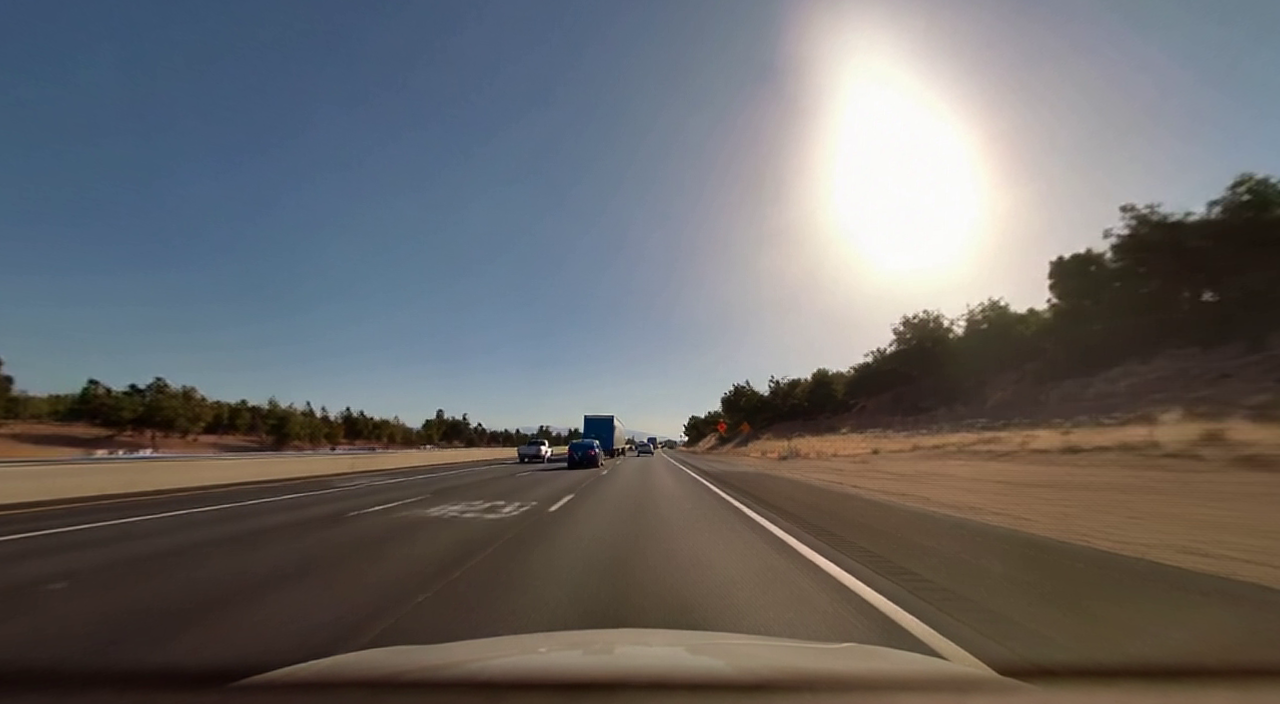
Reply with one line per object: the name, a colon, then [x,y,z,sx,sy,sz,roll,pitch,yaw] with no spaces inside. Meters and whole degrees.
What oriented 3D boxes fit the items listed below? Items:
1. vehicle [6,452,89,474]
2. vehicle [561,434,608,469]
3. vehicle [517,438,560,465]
vehicle: [-42.082,7.867,44.744,1.658,1.442,4.395,0,-8,-1]
vehicle: [-2.981,5.420,34.402,2.194,1.766,3.720,0,-8,0]
vehicle: [-6.926,6.824,43.212,2.078,1.729,4.722,0,-8,1]
